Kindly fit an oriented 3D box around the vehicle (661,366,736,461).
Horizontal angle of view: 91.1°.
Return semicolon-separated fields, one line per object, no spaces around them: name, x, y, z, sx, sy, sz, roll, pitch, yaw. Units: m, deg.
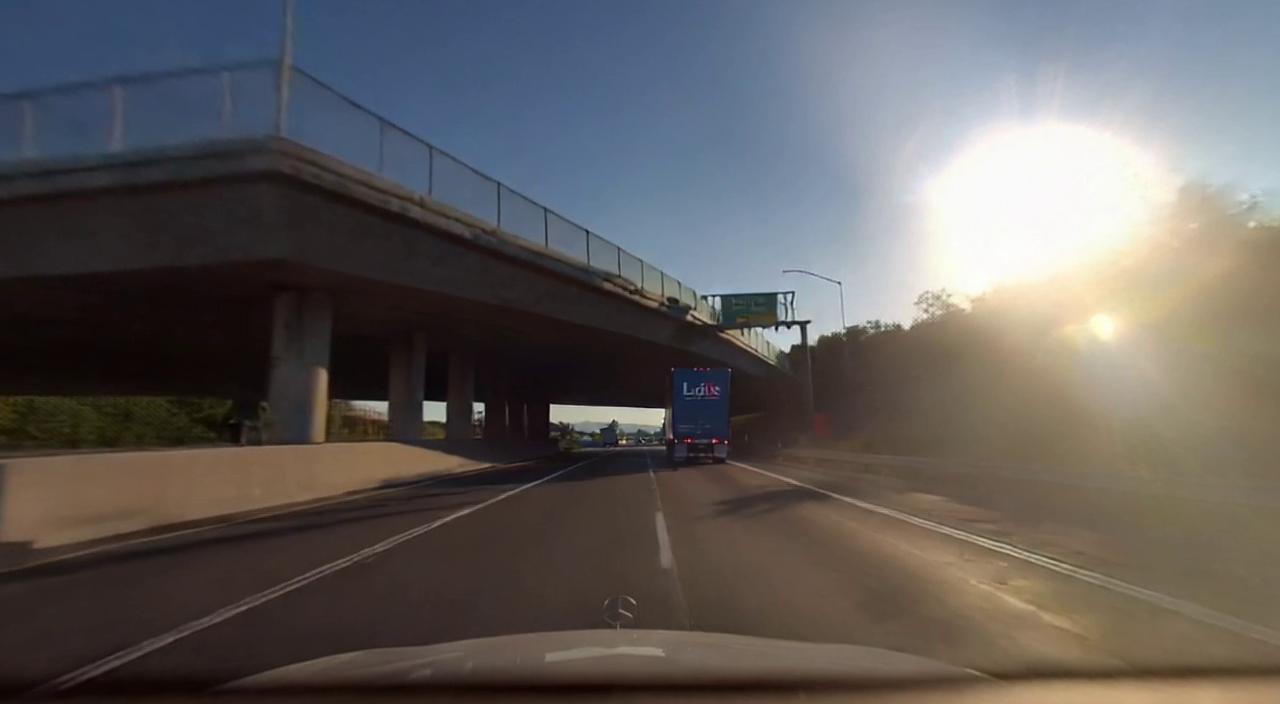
vehicle;2.842;3.714;35.268;3.034;4.194;14.704;0;-8;1
